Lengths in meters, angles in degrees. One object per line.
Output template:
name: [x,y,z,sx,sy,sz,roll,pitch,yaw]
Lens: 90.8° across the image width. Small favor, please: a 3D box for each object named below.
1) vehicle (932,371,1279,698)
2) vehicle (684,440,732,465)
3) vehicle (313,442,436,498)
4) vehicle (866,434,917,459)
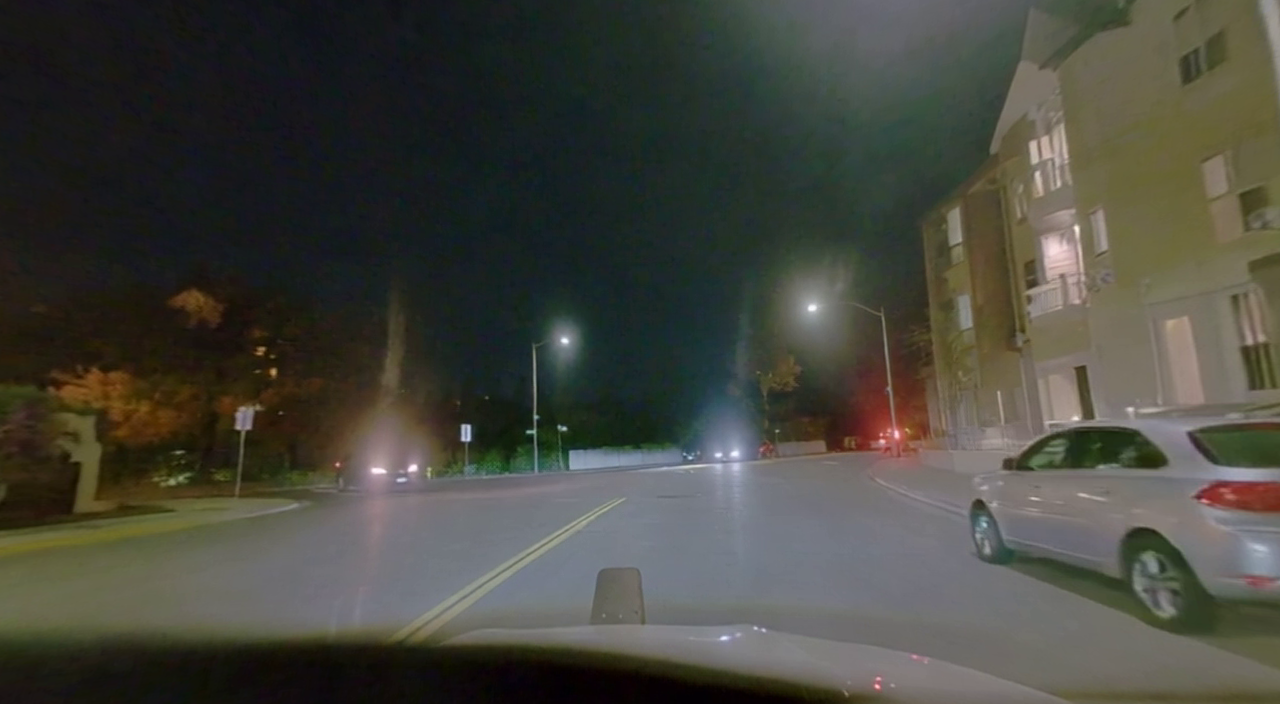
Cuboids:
vehicle: [4.512,1.264,5.378,2.105,1.705,4.392,-1,-9,3]
vehicle: [5.128,7.582,47.249,2.095,1.711,4.307,-5,-12,28]
vehicle: [-9.017,3.915,21.329,4.270,1.683,1.984,-7,-11,39]
vehicle: [17.868,6.677,44.737,2.097,1.679,4.633,-7,-11,37]
